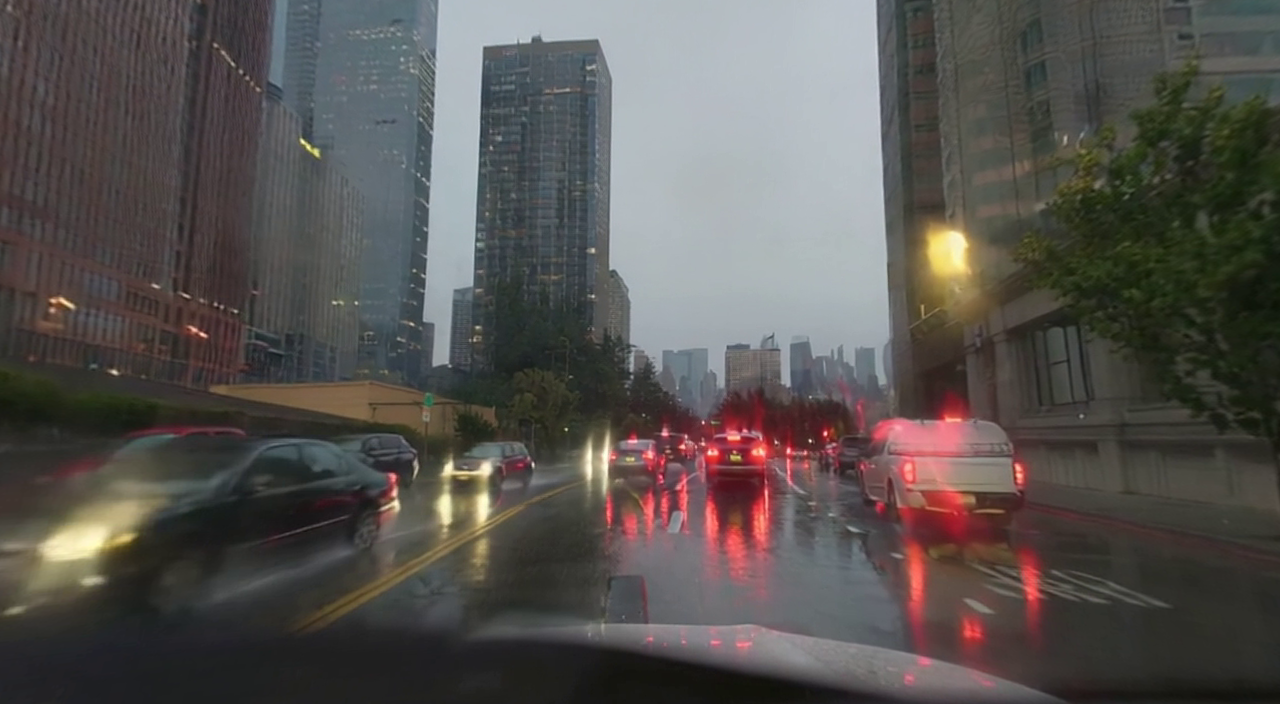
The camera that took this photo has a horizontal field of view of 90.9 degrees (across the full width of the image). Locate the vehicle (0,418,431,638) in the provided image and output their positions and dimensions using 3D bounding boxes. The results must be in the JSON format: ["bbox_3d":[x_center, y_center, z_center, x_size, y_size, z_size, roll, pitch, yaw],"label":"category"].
[{"bbox_3d":[-4.129,1.548,6.728,2.028,1.478,4.682,0,-8,2],"label":"vehicle"}]

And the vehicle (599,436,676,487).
[{"bbox_3d":[0.028,3.502,20.495,2.031,1.461,3.763,-1,-8,7],"label":"vehicle"}]

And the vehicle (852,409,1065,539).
[{"bbox_3d":[5.179,2.016,11.079,2.088,1.775,4.454,-1,-8,10],"label":"vehicle"}]

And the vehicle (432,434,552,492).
[{"bbox_3d":[-4.424,3.387,19.666,2.086,1.565,4.281,-2,-8,10],"label":"vehicle"}]

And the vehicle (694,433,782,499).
[{"bbox_3d":[2.597,2.931,16.662,1.982,1.510,4.144,-1,-8,9],"label":"vehicle"}]
